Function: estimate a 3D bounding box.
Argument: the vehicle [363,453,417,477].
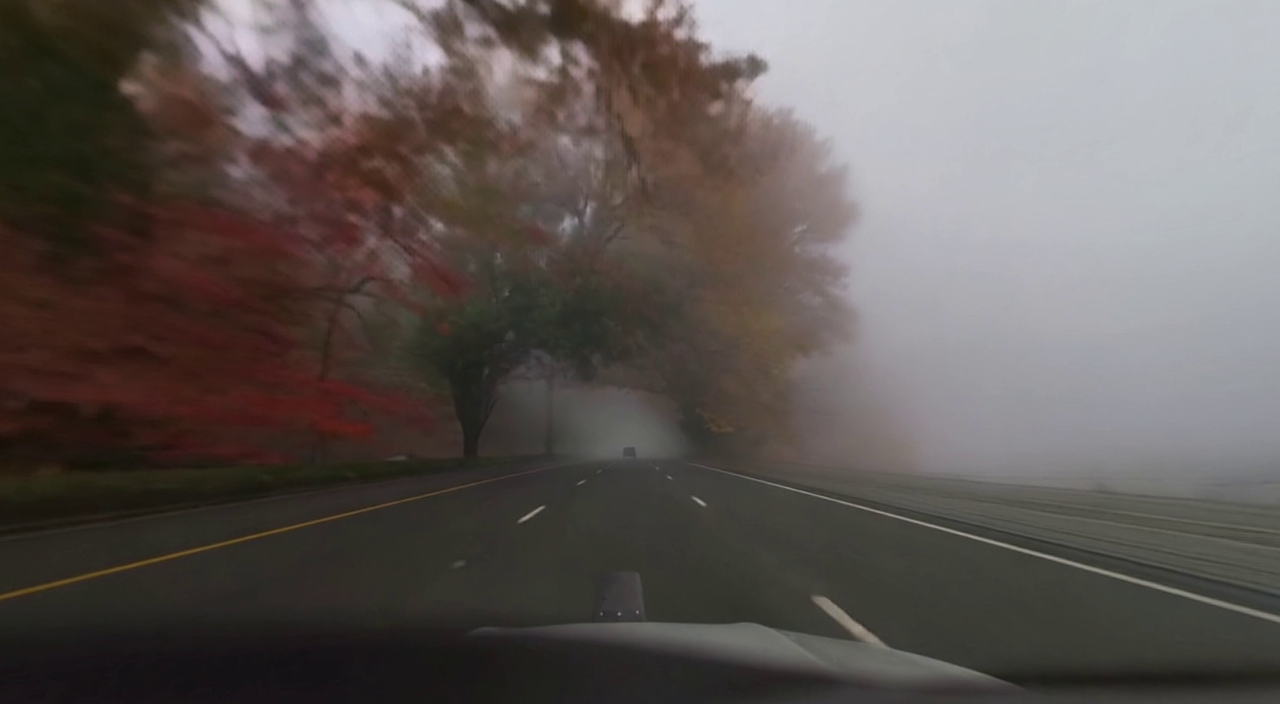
[{"bbox_3d":[-16.566,7.491,41.738,1.784,1.478,4.263,0,-9,0],"label":"vehicle"}]
